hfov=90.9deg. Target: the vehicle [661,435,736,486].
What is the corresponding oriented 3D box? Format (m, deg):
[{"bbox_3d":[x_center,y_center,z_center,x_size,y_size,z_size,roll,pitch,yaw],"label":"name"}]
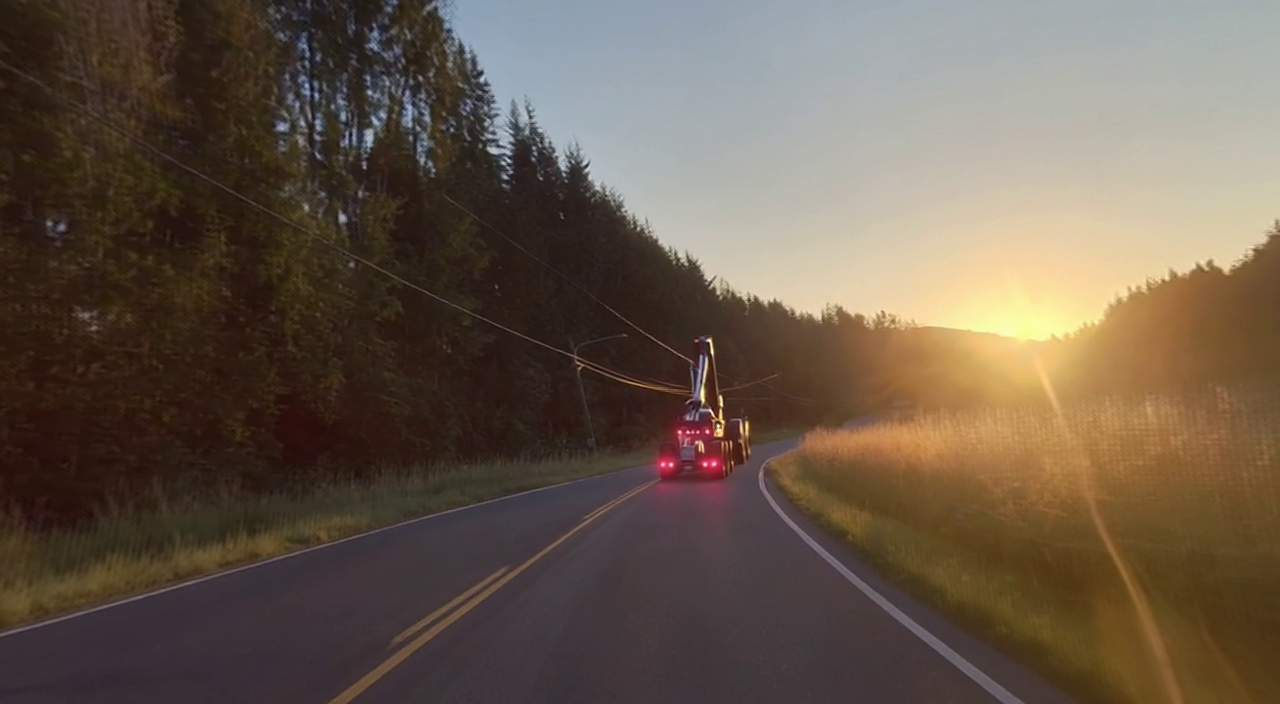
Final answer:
[{"bbox_3d":[1.994,3.524,20.828,2.196,1.465,4.294,-1,-8,7],"label":"vehicle"}]
